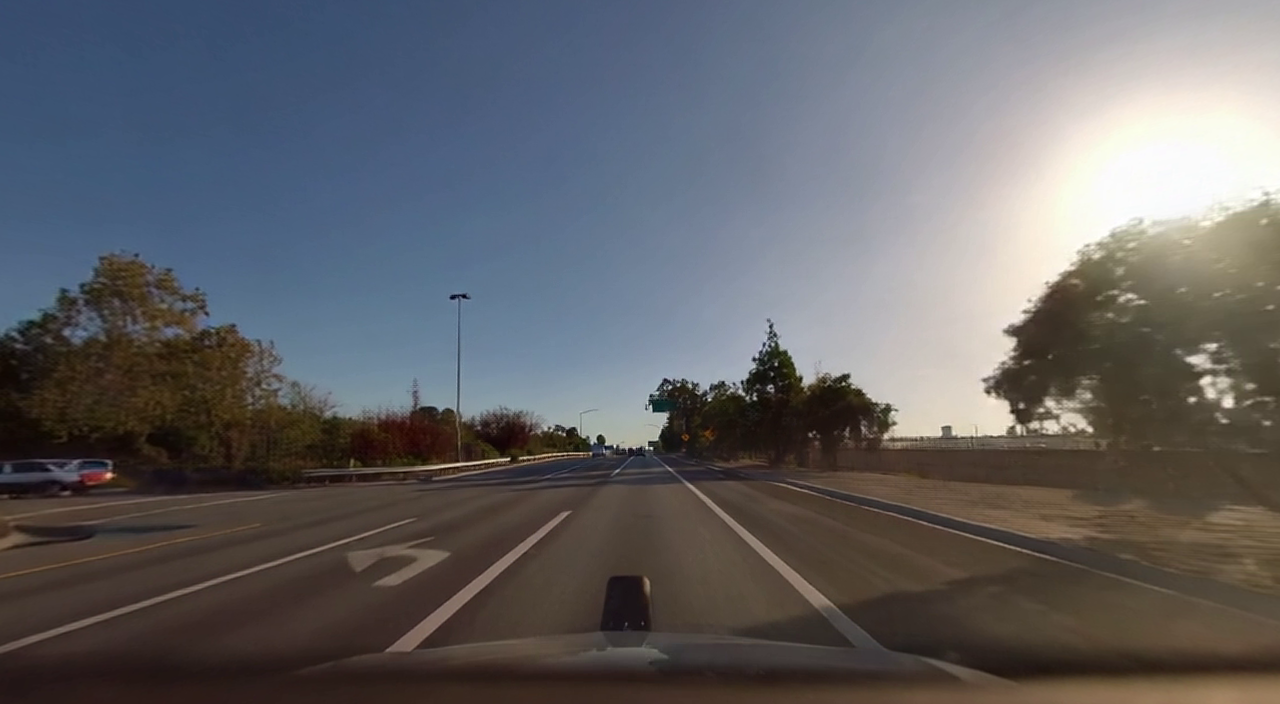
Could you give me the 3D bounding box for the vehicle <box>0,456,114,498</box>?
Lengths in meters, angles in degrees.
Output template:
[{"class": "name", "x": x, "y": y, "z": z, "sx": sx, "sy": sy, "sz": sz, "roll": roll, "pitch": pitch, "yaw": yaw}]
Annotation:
[{"class": "vehicle", "x": -25.761, "y": 5.357, "z": 27.152, "sx": 4.495, "sy": 1.641, "sz": 1.966, "roll": -1, "pitch": -9, "yaw": 4}]
